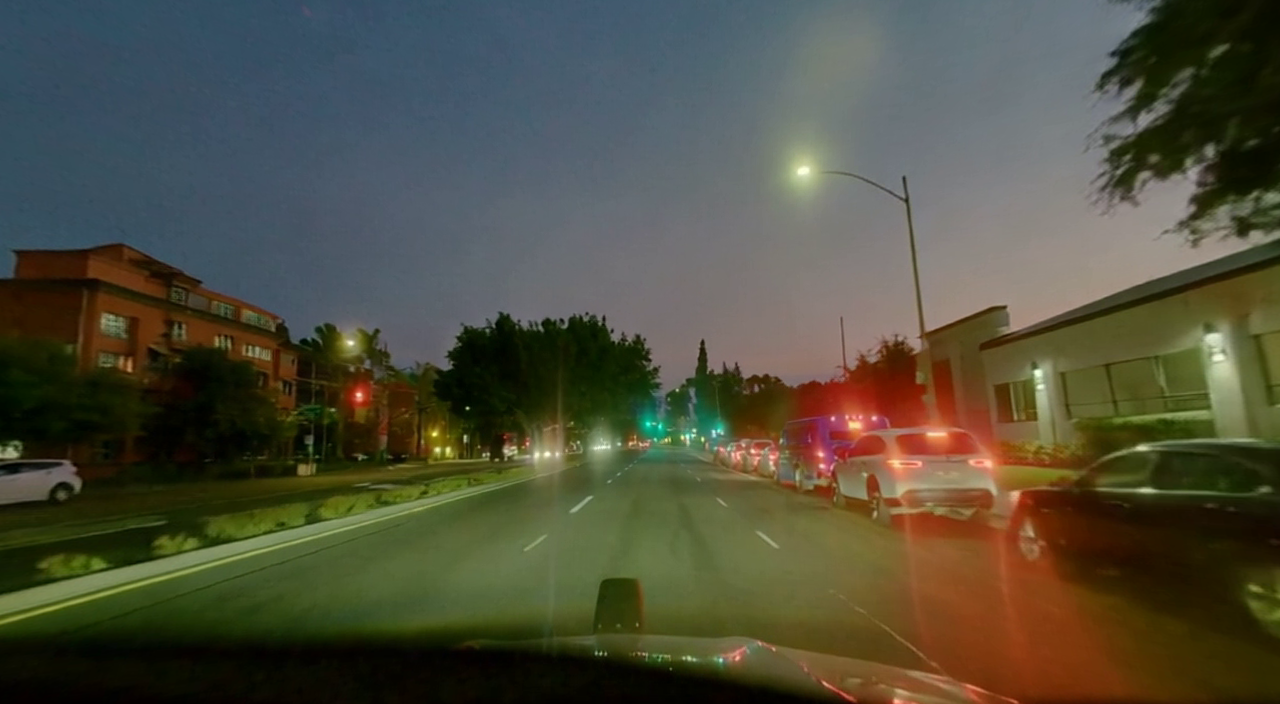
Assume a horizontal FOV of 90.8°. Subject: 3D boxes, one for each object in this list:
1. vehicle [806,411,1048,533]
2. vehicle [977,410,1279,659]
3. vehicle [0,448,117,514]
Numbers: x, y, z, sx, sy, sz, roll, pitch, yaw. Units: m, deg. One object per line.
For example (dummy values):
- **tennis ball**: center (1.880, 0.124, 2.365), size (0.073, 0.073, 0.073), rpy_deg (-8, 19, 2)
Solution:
- **vehicle**: center (4.810, 2.100, 11.607), size (2.304, 1.760, 4.630), rpy_deg (-1, -8, 1)
- **vehicle**: center (4.799, 1.240, 4.845), size (1.973, 1.465, 4.440), rpy_deg (-1, -8, 0)
- **vehicle**: center (-18.978, 3.823, 18.970), size (2.166, 1.804, 4.897), rpy_deg (-1, -8, 3)
